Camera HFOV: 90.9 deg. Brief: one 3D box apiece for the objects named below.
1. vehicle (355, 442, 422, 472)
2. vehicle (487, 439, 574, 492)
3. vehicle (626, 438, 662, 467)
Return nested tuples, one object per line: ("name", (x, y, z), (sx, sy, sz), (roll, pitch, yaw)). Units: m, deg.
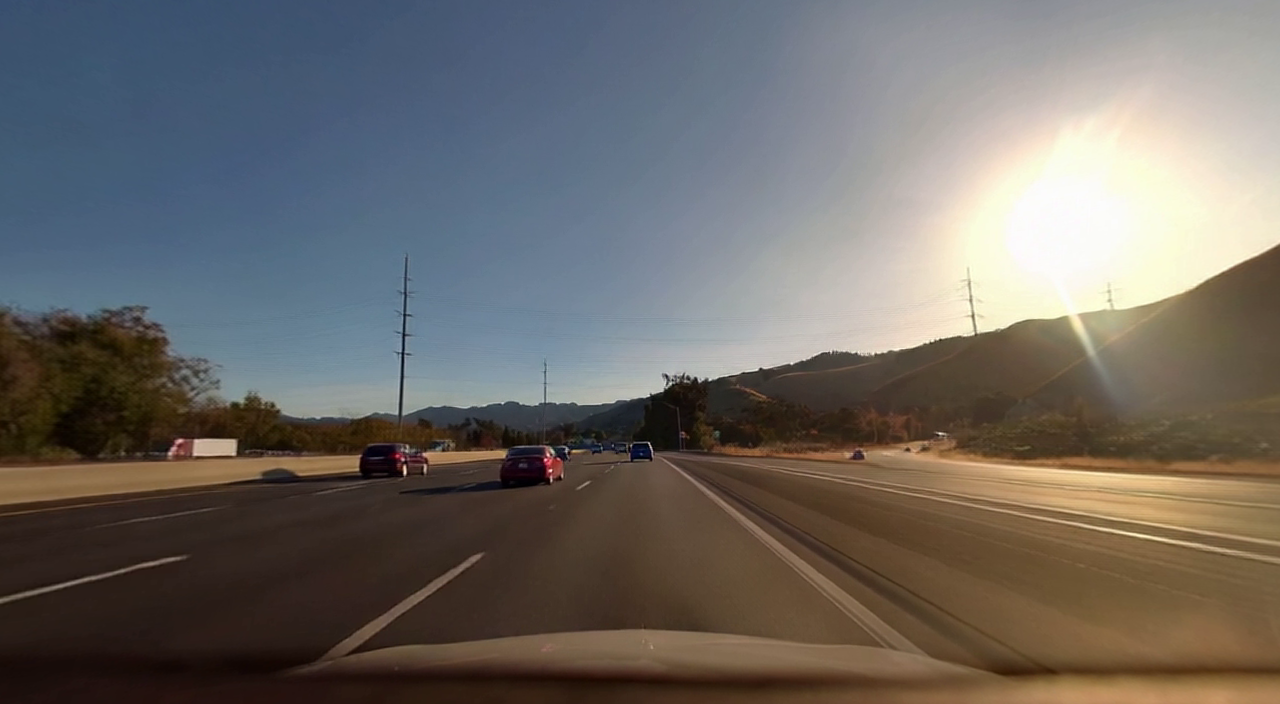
("vehicle", (-14.356, 6.008, 36.334), (2.047, 1.608, 4.257), (-1, -8, 1))
("vehicle", (-3.490, 3.717, 21.066), (1.967, 1.517, 4.808), (0, -8, 1))
("vehicle", (0.254, 6.547, 41.228), (2.194, 1.737, 4.127), (0, -8, 0))
